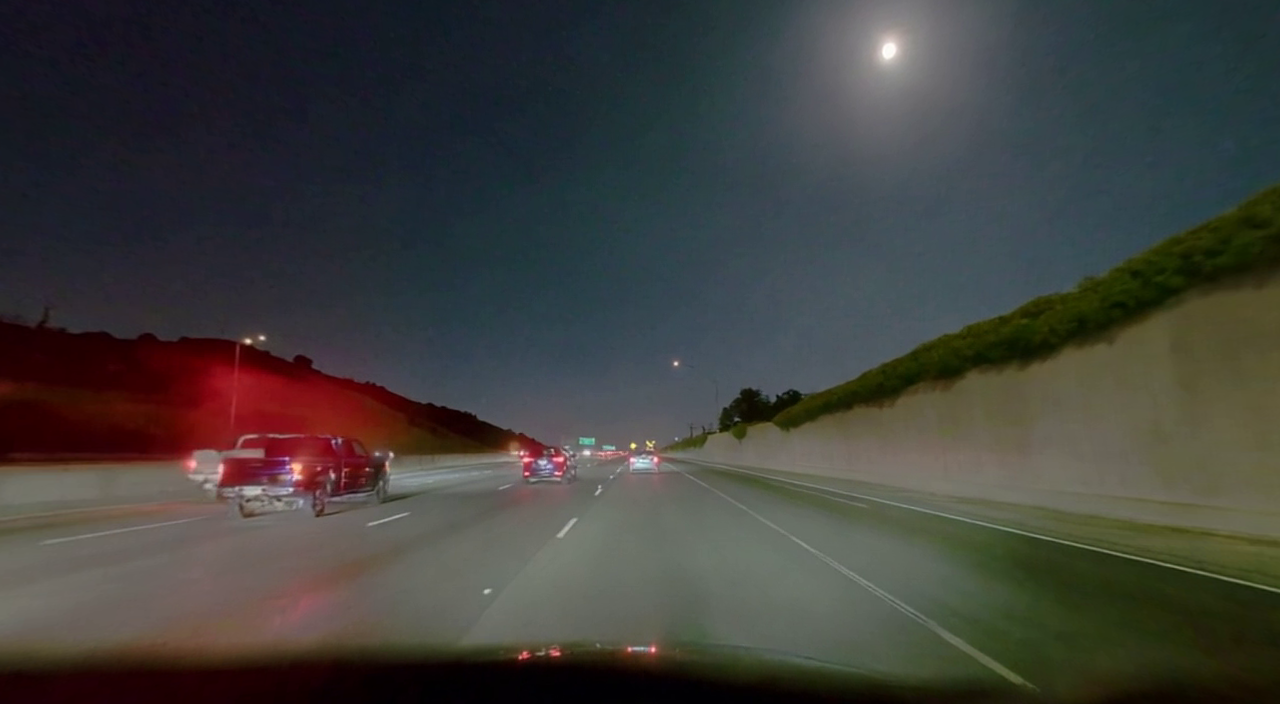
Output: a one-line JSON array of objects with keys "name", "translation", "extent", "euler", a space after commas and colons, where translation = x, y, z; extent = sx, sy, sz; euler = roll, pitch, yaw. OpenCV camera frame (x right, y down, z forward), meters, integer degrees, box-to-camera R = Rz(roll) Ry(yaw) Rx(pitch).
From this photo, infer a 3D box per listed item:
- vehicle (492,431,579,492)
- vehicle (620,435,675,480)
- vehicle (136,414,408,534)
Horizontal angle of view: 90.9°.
[{"name": "vehicle", "translation": [-3.404, 3.672, 21.483], "extent": [2.093, 1.820, 4.506], "euler": [0, -9, 1]}, {"name": "vehicle", "translation": [0.292, 4.603, 27.716], "extent": [2.233, 1.804, 4.273], "euler": [0, -9, -1]}, {"name": "vehicle", "translation": [-6.706, 2.294, 12.474], "extent": [2.108, 1.856, 5.214], "euler": [0, -9, 1]}]
